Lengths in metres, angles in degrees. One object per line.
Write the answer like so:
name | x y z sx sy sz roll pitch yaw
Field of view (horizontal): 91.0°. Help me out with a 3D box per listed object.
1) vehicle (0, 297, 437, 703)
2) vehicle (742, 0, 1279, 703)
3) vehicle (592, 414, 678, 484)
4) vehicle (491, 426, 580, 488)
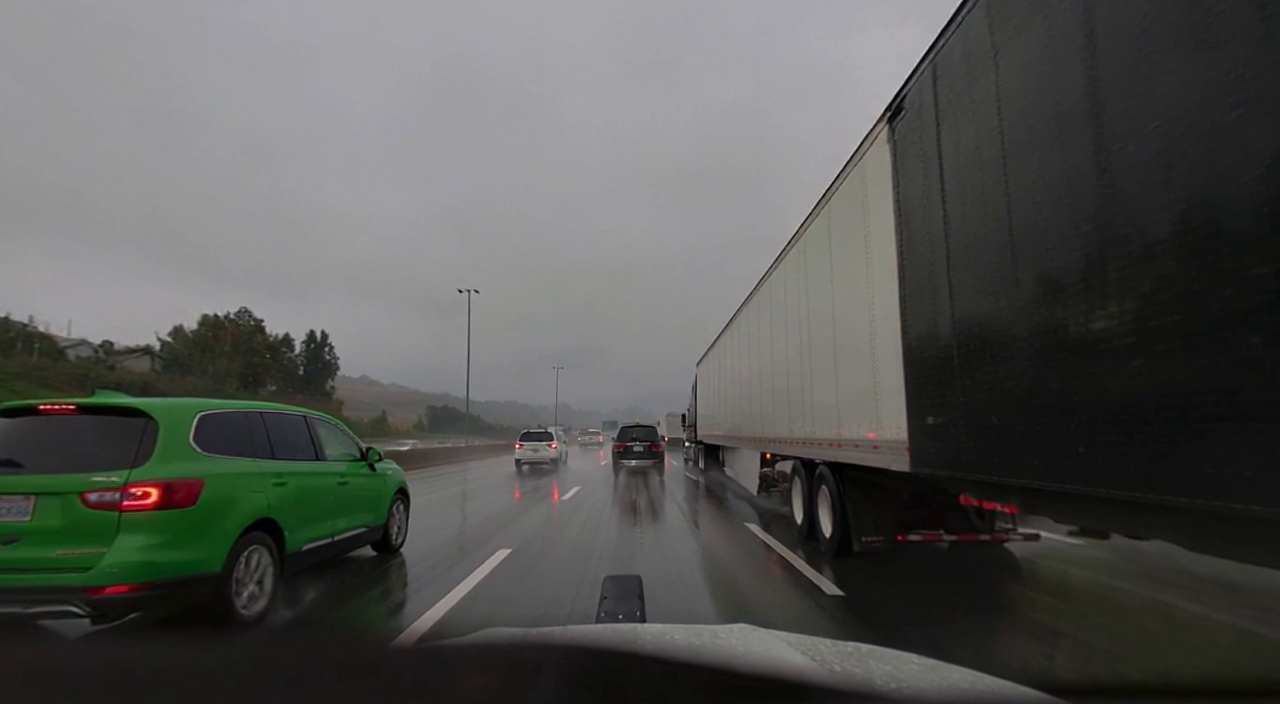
vehicle | -3.354 1.042 4.401 2.193 1.803 4.958 0 -8 0
vehicle | 3.592 -0.012 5.253 2.852 4.121 16.210 0 -8 0
vehicle | -0.172 3.496 22.872 2.704 2.216 5.804 0 -8 0
vehicle | -3.331 3.461 21.084 2.120 1.812 4.659 0 -8 1
